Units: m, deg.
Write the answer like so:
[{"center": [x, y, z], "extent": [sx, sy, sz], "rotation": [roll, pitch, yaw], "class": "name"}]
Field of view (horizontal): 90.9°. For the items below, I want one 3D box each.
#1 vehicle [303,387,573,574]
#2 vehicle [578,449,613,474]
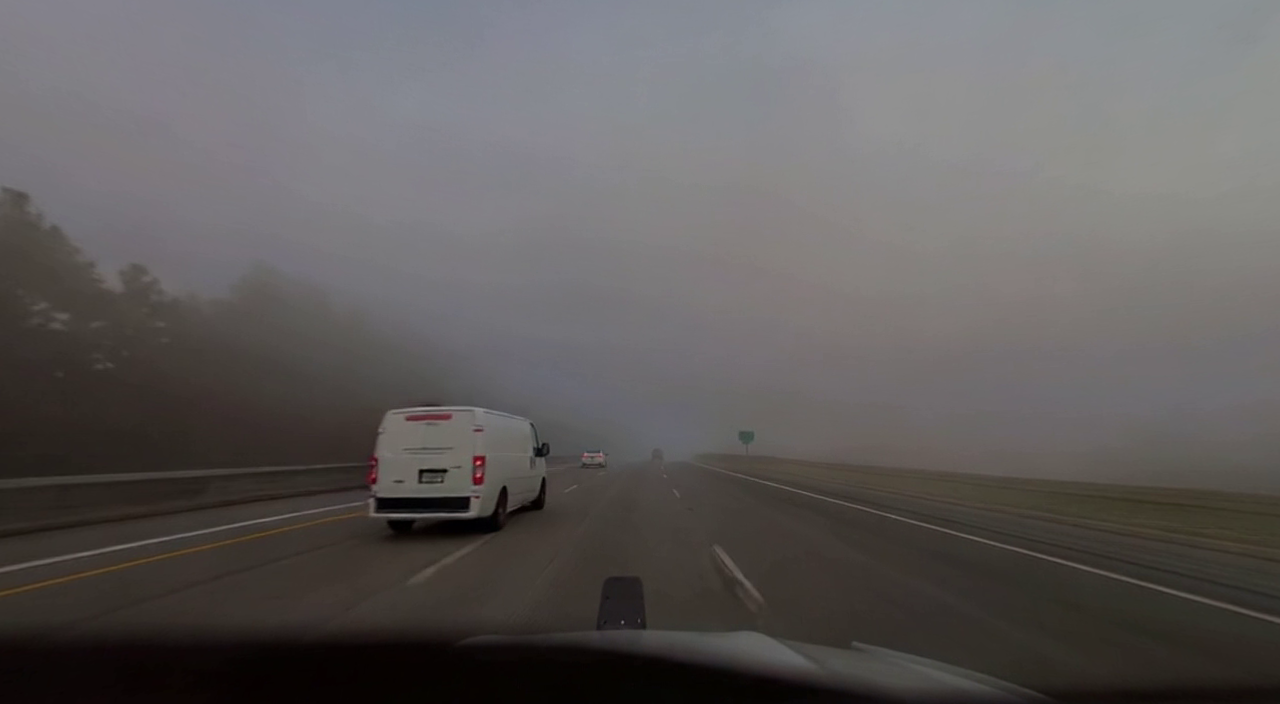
[{"center": [-2.506, 1.806, 9.484], "extent": [2.219, 2.033, 4.911], "rotation": [-1, -9, 3], "class": "vehicle"}, {"center": [-2.895, 7.254, 41.885], "extent": [1.959, 1.571, 4.313], "rotation": [0, -9, 1], "class": "vehicle"}]
